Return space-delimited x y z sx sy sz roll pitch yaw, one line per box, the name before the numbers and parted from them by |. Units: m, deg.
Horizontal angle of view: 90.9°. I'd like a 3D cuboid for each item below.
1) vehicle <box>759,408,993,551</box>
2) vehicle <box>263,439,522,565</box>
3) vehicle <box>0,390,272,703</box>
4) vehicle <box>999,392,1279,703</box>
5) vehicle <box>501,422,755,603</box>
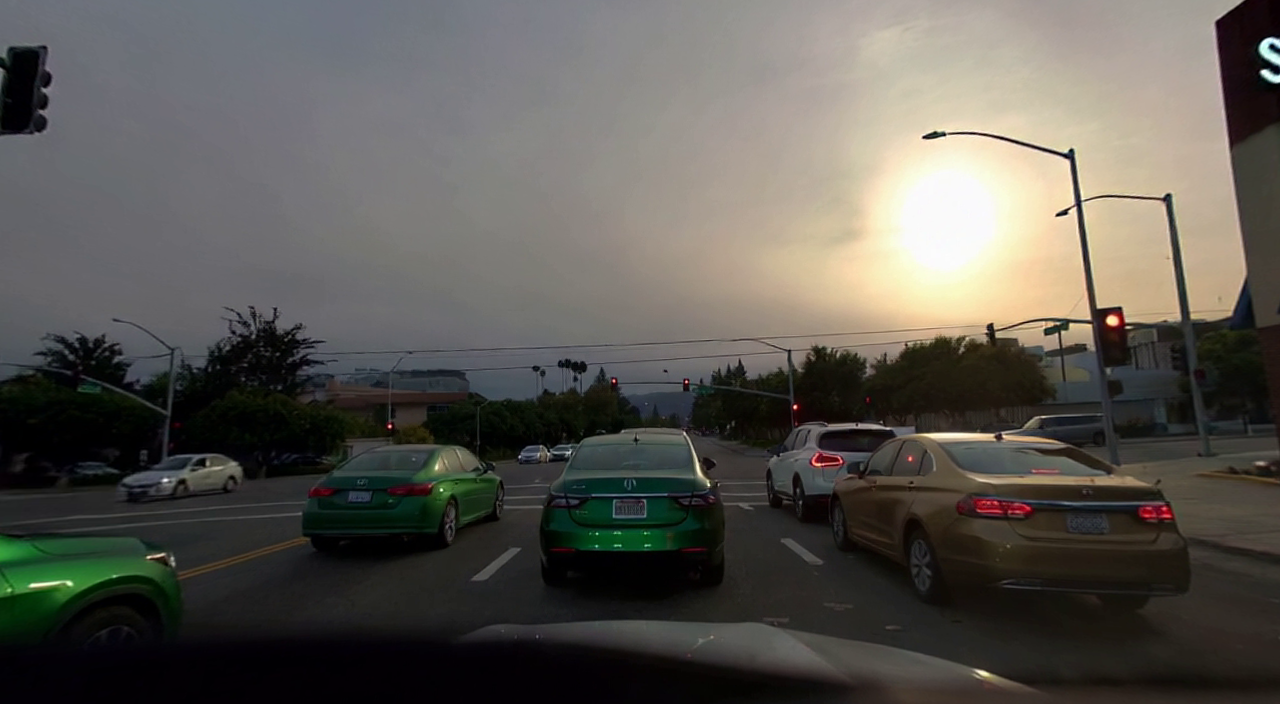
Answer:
vehicle | 3.306 1.879 9.914 1.992 1.744 4.183 0 -8 -1
vehicle | -3.299 2.076 9.561 1.995 1.436 4.373 -1 -8 3
vehicle | -3.477 0.851 1.870 2.016 1.547 4.414 0 -8 1
vehicle | 3.935 0.975 3.123 1.800 1.519 4.198 0 -8 0
vehicle | -0.122 1.664 7.459 2.140 1.499 4.119 0 -8 -1
